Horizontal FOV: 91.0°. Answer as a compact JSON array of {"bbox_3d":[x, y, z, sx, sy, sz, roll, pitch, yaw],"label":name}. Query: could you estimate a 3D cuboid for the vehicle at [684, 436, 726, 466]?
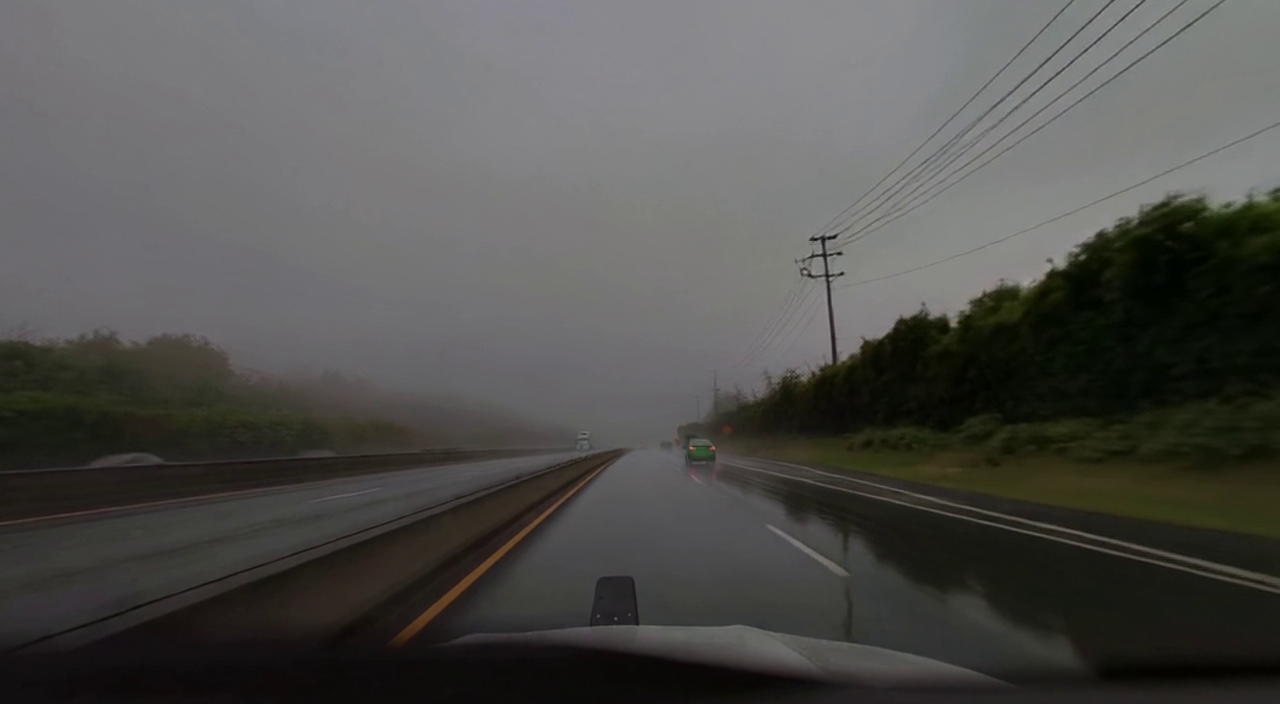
[{"bbox_3d":[3.653,5.649,36.159,1.977,1.581,4.428,-1,-8,0],"label":"vehicle"}]
